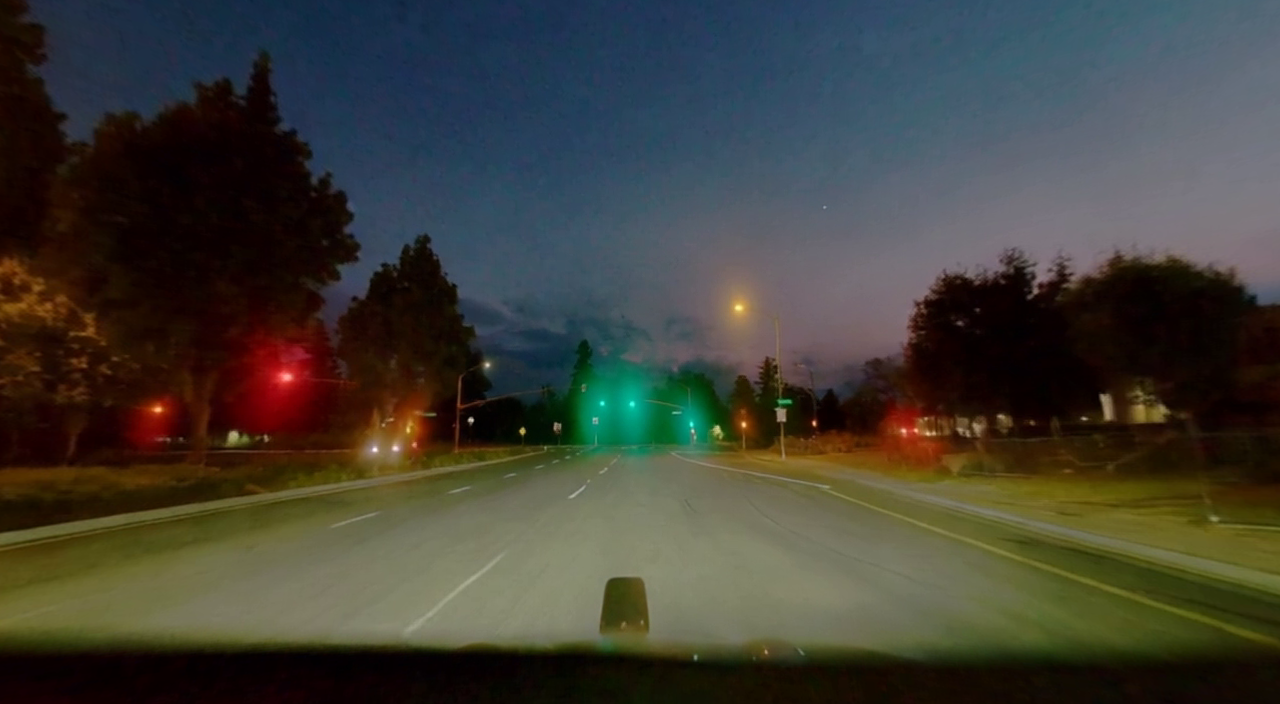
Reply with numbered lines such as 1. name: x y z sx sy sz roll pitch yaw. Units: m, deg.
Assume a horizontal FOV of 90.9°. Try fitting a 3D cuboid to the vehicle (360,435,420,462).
1. vehicle: -16.671 6.430 42.263 2.006 1.694 4.351 -1 -8 4
